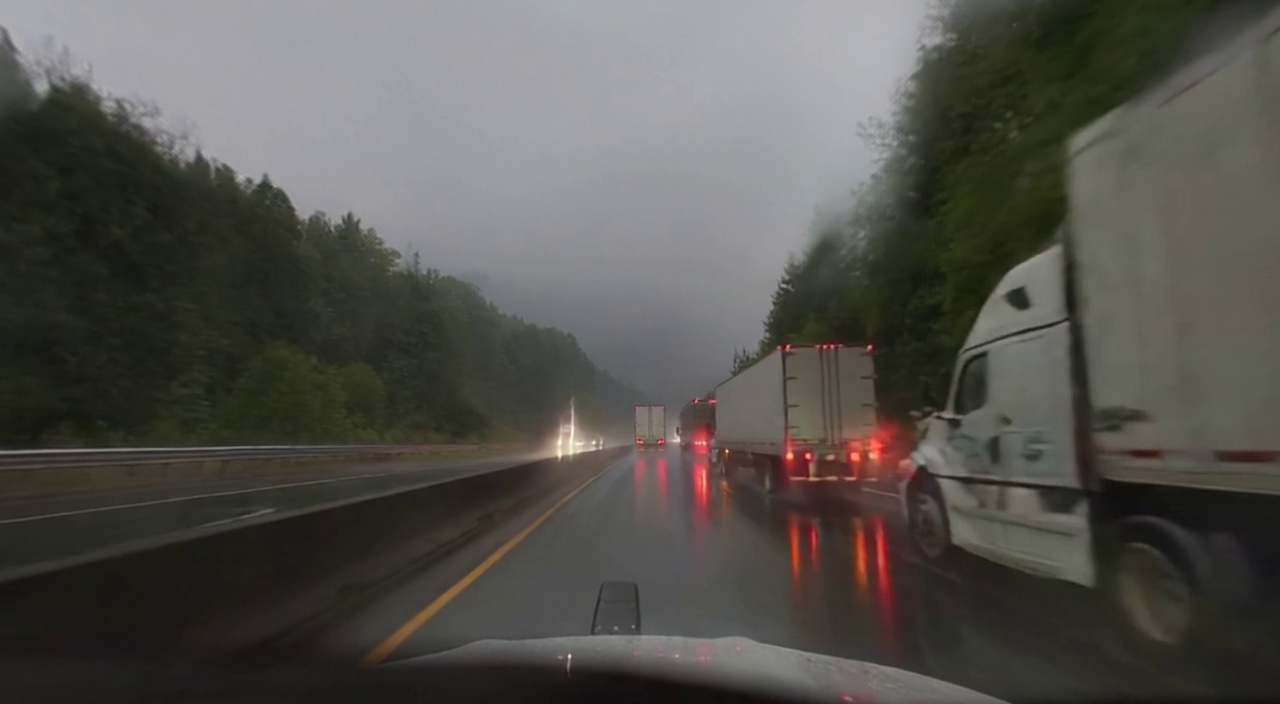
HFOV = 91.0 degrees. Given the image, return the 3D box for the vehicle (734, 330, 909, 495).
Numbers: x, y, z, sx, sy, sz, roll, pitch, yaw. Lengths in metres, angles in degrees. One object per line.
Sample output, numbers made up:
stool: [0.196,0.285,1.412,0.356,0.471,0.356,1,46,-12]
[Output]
vehicle: [4.966,2.001,19.339,2.843,3.940,8.349,0,-8,0]

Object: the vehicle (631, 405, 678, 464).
vehicle: [0.885,5.170,39.227,2.644,3.247,7.454,-1,-8,1]

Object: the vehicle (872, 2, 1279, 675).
vehicle: [5.029,0.204,6.494,2.910,3.989,5.816,0,-8,0]
